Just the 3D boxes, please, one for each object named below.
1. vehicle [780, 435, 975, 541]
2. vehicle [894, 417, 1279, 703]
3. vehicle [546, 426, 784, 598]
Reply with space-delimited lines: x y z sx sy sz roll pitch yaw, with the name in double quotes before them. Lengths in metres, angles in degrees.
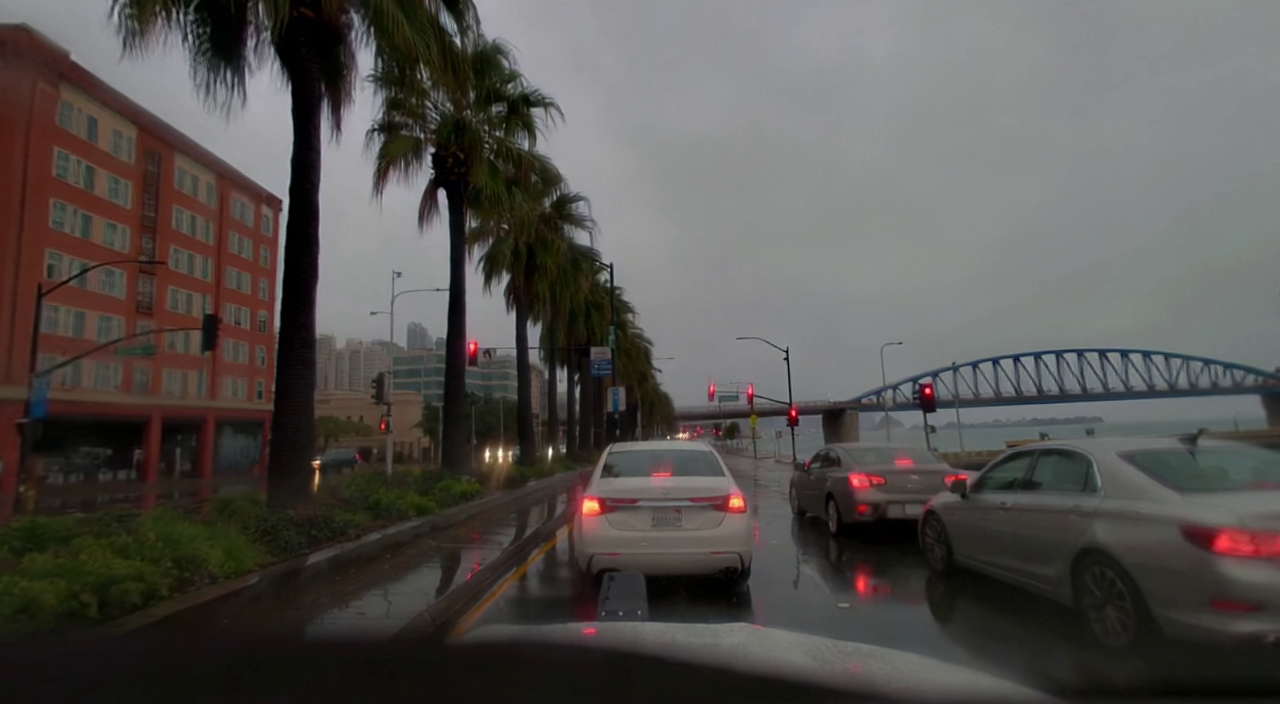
"vehicle" 3.888 2.290 11.315 1.920 1.490 4.417 -1 -9 2
"vehicle" 3.918 1.366 5.101 1.913 1.469 4.425 0 -9 0
"vehicle" 0.250 1.703 7.498 2.093 1.503 3.681 0 -9 1
